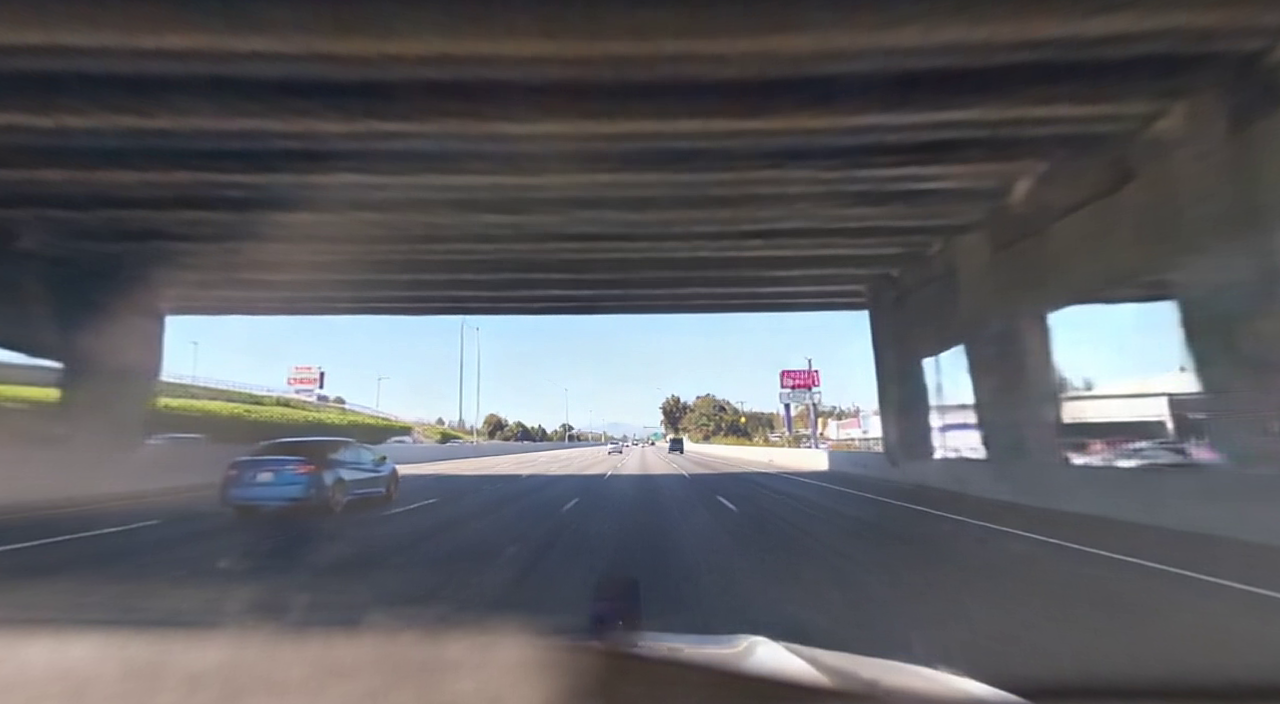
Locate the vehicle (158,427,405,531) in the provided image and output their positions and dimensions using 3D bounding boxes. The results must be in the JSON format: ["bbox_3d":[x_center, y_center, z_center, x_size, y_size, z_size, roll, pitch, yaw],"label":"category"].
[{"bbox_3d":[-6.153,2.212,11.608,1.990,1.529,4.288,0,-8,0],"label":"vehicle"}]
